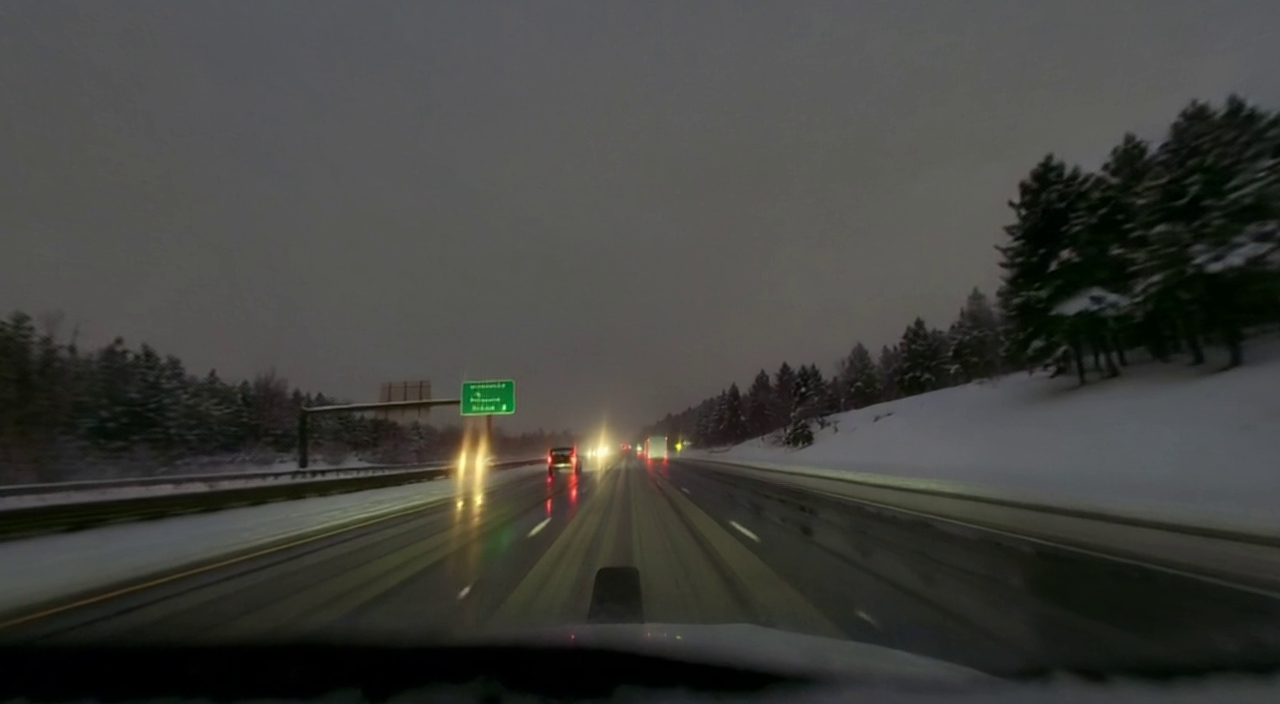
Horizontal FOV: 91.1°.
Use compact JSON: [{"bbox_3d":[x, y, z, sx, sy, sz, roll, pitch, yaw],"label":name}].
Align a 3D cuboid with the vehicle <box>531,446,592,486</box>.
[{"bbox_3d":[-3.264,4.822,26.851,2.100,1.525,4.179,0,-9,0],"label":"vehicle"}]
